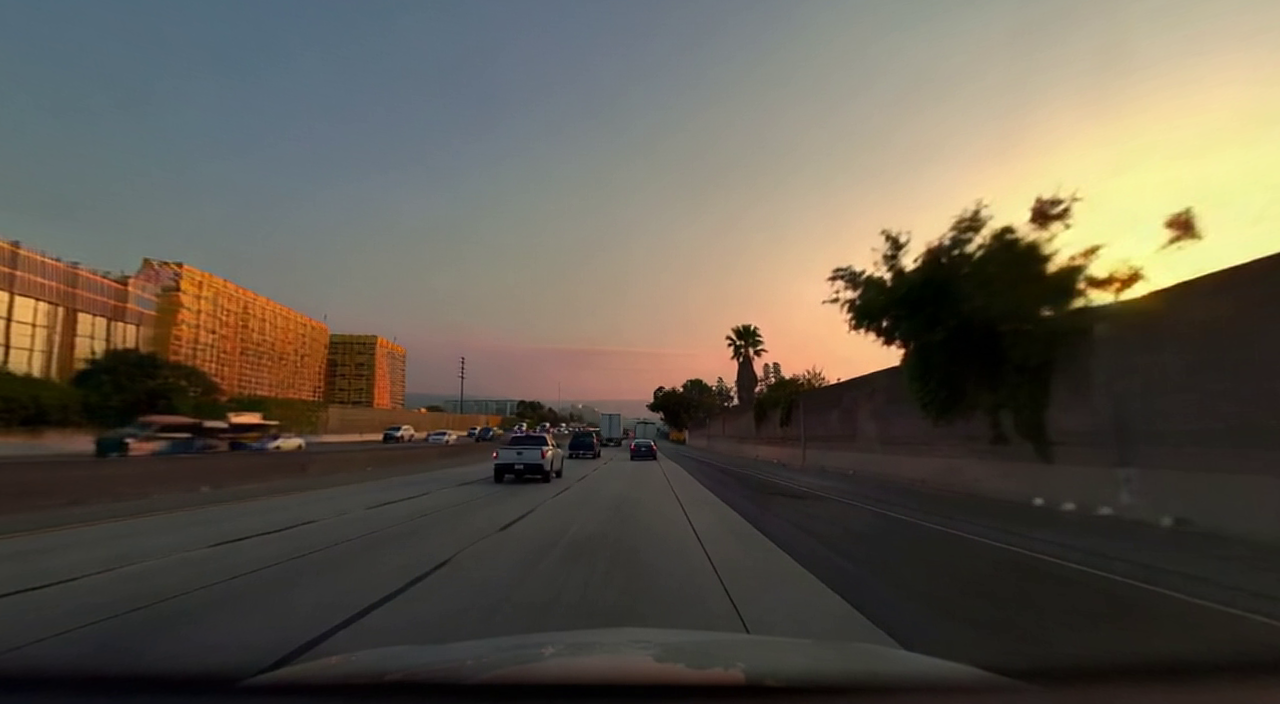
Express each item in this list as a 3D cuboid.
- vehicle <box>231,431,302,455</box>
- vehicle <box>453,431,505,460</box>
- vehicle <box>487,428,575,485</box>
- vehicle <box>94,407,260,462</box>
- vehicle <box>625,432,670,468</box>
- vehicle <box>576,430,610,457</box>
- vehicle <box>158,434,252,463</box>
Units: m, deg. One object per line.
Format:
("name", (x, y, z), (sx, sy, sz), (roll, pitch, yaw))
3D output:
("vehicle", (-28.353, 6.929, 48.071), (2.126, 1.730, 4.934), (-1, -8, 4))
("vehicle", (-10.698, 6.259, 42.250), (2.104, 1.818, 4.721), (0, -8, 2))
("vehicle", (-3.557, 3.516, 21.535), (2.108, 1.740, 4.549), (0, -8, 1))
("vehicle", (-28.825, 5.304, 40.090), (2.994, 3.011, 9.506), (-1, -8, 3))
("vehicle", (0.352, 4.957, 31.921), (2.136, 1.678, 4.052), (0, -8, 0))
("vehicle", (-3.543, 7.081, 48.734), (2.203, 1.958, 4.848), (0, -8, 1))
("vehicle", (-24.248, 5.384, 35.377), (2.036, 1.490, 4.375), (-1, -8, 2))
